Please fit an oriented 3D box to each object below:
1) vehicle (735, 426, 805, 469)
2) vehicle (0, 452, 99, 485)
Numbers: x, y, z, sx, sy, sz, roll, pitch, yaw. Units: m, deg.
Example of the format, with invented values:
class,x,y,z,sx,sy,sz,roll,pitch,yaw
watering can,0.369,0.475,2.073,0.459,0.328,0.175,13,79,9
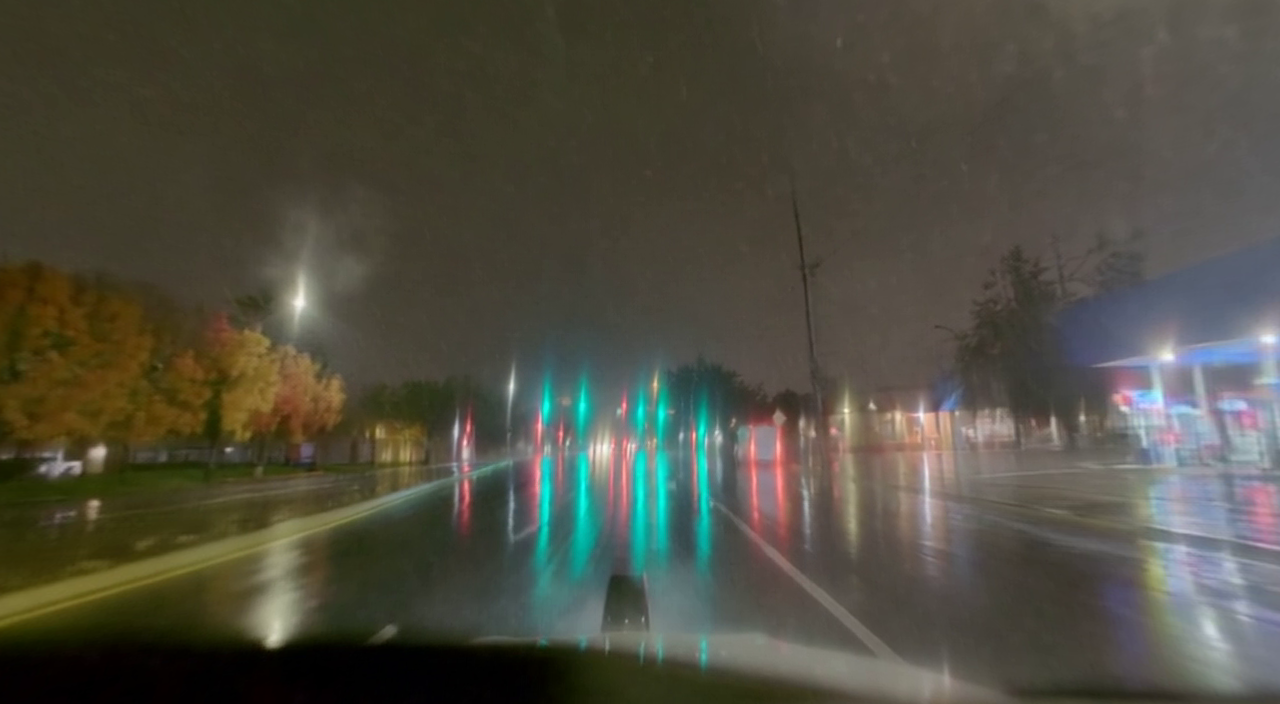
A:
class,x,y,z,sx,sy,sz,roll,pitch,yaw
vehicle,7.561,5.677,37.649,2.764,2.327,6.492,0,-8,0
vehicle,-36.972,7.166,39.141,2.112,1.854,5.033,0,-8,2
